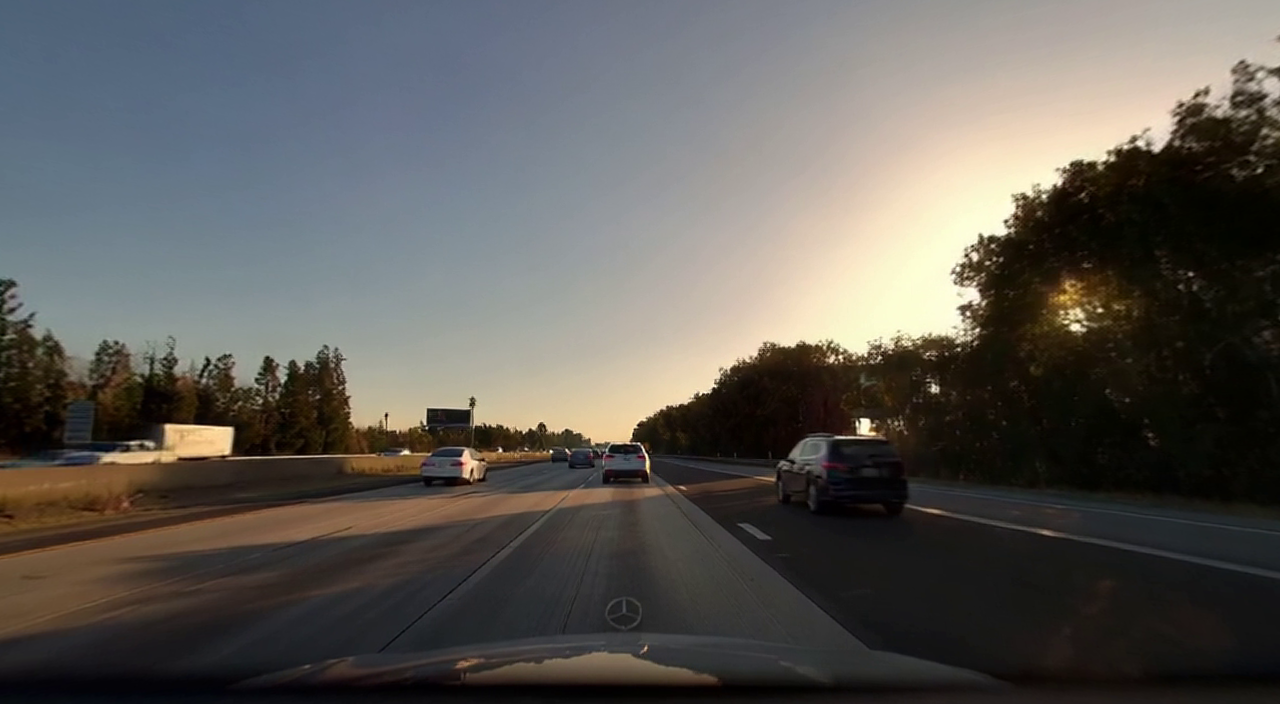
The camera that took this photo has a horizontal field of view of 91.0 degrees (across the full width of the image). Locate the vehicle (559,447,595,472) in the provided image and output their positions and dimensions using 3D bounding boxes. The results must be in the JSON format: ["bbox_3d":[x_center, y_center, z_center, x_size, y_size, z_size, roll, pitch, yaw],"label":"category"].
[{"bbox_3d":[-3.995,6.838,40.313,1.889,1.522,4.465,0,-9,-1],"label":"vehicle"}]

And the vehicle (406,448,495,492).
[{"bbox_3d":[-7.063,4.423,24.074,1.892,1.468,4.792,0,-9,0],"label":"vehicle"}]

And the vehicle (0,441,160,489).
[{"bbox_3d":[-22.678,4.493,25.436,2.220,1.730,5.503,0,-9,-1],"label":"vehicle"}]

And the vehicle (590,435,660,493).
[{"bbox_3d":[-0.474,3.825,21.858,2.127,1.749,4.776,0,-9,0],"label":"vehicle"}]

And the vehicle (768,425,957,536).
[{"bbox_3d":[3.946,2.346,12.118,1.925,1.716,4.378,0,-9,-2],"label":"vehicle"}]

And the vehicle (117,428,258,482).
[{"bbox_3d":[-22.761,5.221,32.199,2.547,2.468,6.237,0,-9,0],"label":"vehicle"}]
